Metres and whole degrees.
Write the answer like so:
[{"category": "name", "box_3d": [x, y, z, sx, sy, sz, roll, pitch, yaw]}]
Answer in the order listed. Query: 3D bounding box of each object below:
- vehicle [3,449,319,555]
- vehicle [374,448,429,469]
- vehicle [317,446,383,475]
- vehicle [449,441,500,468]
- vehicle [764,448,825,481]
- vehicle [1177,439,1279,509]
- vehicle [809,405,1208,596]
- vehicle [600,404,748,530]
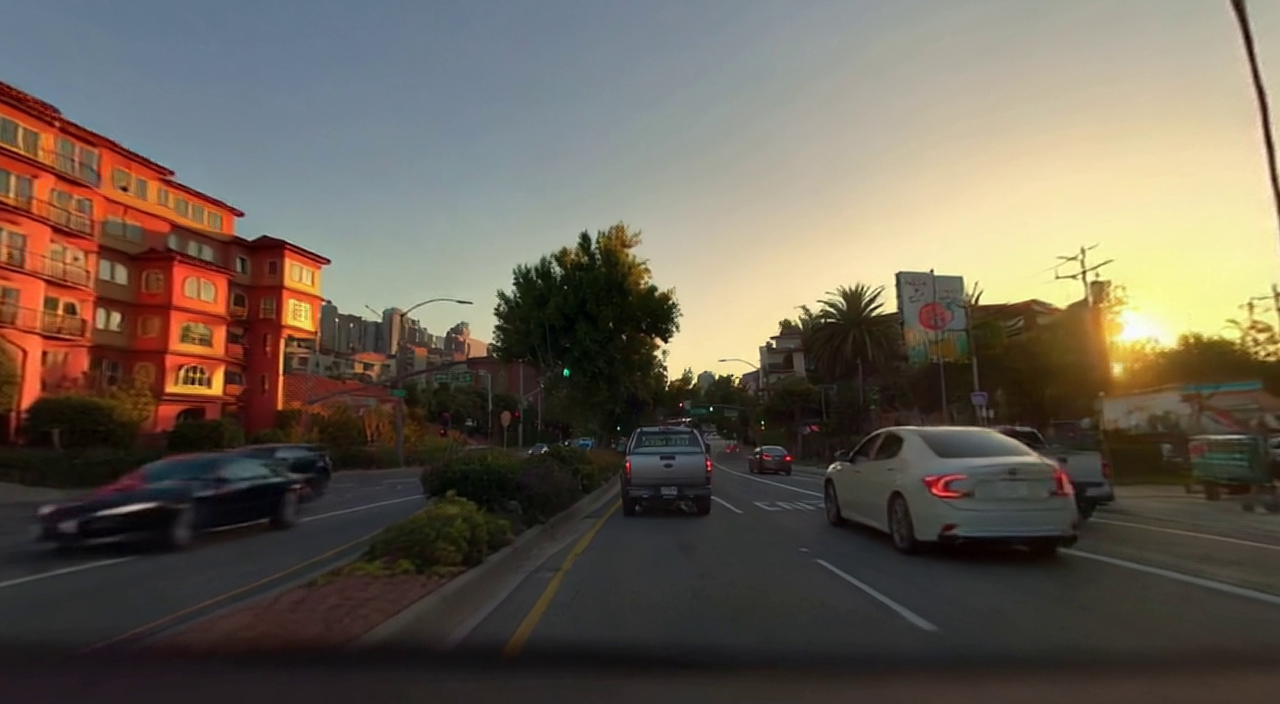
[{"category": "vehicle", "box_3d": [-8.187, 2.555, 11.545, 2.061, 1.496, 4.600, -1, -9, 2]}, {"category": "vehicle", "box_3d": [-18.074, 8.051, 48.013, 2.070, 1.499, 4.851, -1, -9, 3]}, {"category": "vehicle", "box_3d": [-18.404, 6.897, 40.287, 1.972, 1.694, 4.466, 0, -9, 1]}, {"category": "vehicle", "box_3d": [-11.238, 7.013, 43.211, 2.134, 1.699, 4.342, -1, -9, 2]}, {"category": "vehicle", "box_3d": [7.652, 5.587, 31.677, 1.958, 1.523, 4.553, 0, -9, 1]}, {"category": "vehicle", "box_3d": [15.402, 2.938, 15.650, 1.930, 1.522, 4.528, -4, -9, 25]}, {"category": "vehicle", "box_3d": [4.051, 1.730, 8.311, 2.283, 1.738, 4.916, 0, -9, 0]}, {"category": "vehicle", "box_3d": [0.614, 2.352, 13.463, 2.487, 2.115, 5.444, 0, -9, 1]}]
